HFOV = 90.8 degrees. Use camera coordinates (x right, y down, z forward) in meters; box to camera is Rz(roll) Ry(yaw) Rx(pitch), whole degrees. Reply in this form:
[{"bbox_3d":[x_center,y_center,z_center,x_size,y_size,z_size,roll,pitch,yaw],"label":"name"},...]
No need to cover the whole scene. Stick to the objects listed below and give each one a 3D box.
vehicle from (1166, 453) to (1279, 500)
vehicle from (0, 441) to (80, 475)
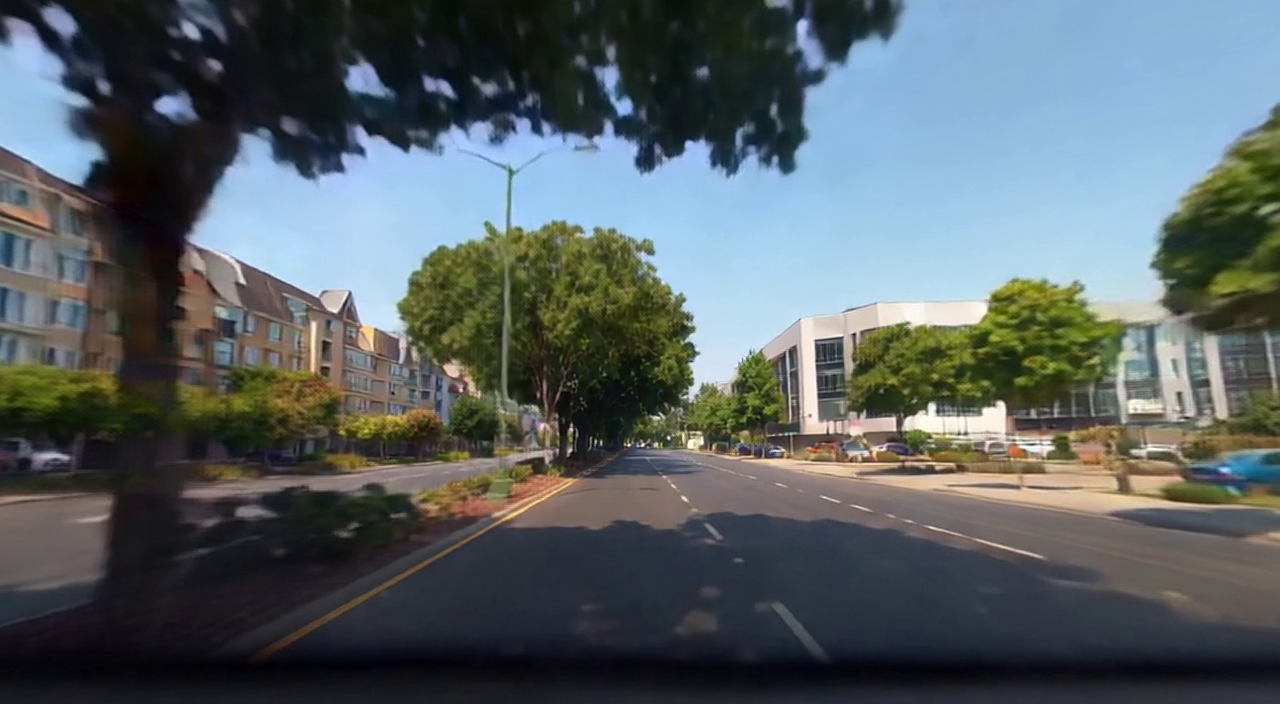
[{"bbox_3d":[20.519,4.080,20.946,4.363,1.427,1.963,0,-9,0],"label":"vehicle"},{"bbox_3d":[-29.890,5.015,29.965,4.693,1.572,1.999,0,-9,0],"label":"vehicle"}]
